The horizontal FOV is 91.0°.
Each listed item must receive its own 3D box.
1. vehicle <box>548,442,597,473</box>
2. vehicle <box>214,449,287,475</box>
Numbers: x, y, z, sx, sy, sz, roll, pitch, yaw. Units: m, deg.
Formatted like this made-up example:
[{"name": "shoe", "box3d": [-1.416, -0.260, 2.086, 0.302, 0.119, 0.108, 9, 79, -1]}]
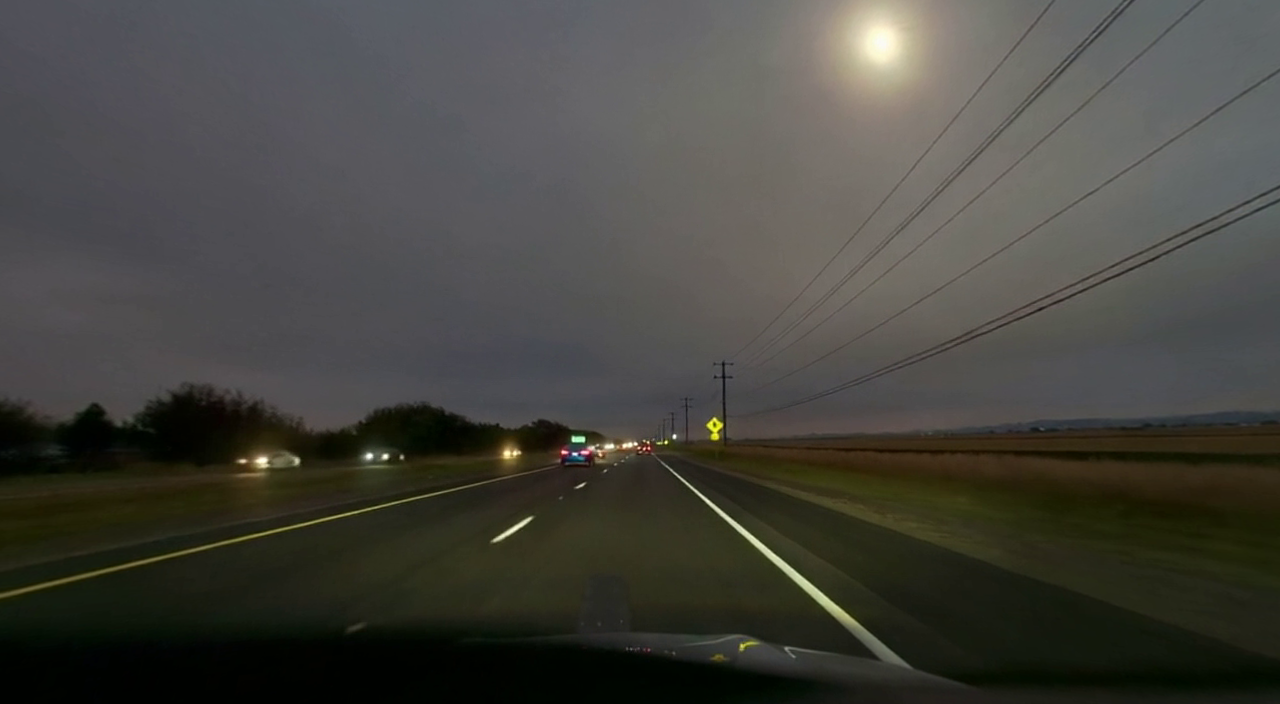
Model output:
[{"name": "vehicle", "box3d": [-3.586, 5.740, 34.464, 2.120, 1.597, 4.810, 0, -9, 1]}, {"name": "vehicle", "box3d": [-24.916, 7.024, 40.486, 1.858, 1.529, 4.350, 0, -9, 1]}]
